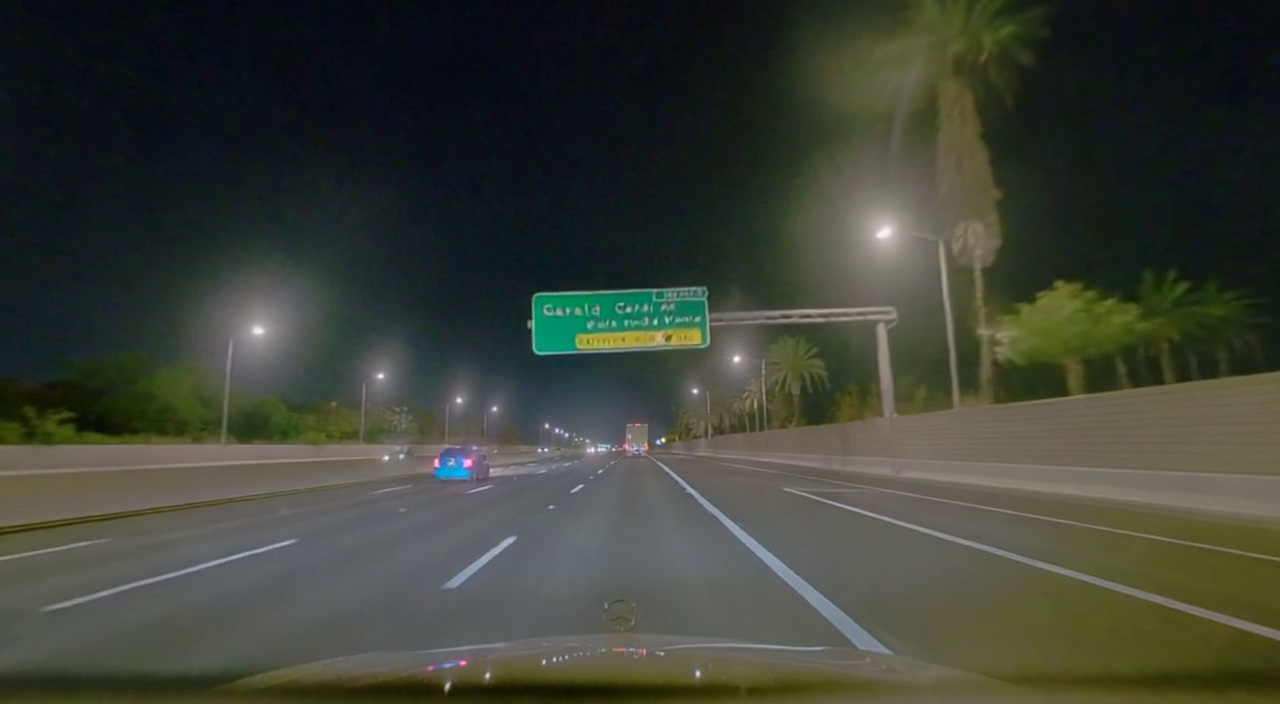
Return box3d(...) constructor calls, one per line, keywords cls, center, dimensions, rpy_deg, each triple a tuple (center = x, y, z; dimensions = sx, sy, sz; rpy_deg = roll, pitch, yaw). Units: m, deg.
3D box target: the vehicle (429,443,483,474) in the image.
box3d(cls="vehicle", center=(-10.657, 6.173, 36.863), dimensions=(1.897, 1.653, 4.113), rpy_deg=(0, -9, 0))
